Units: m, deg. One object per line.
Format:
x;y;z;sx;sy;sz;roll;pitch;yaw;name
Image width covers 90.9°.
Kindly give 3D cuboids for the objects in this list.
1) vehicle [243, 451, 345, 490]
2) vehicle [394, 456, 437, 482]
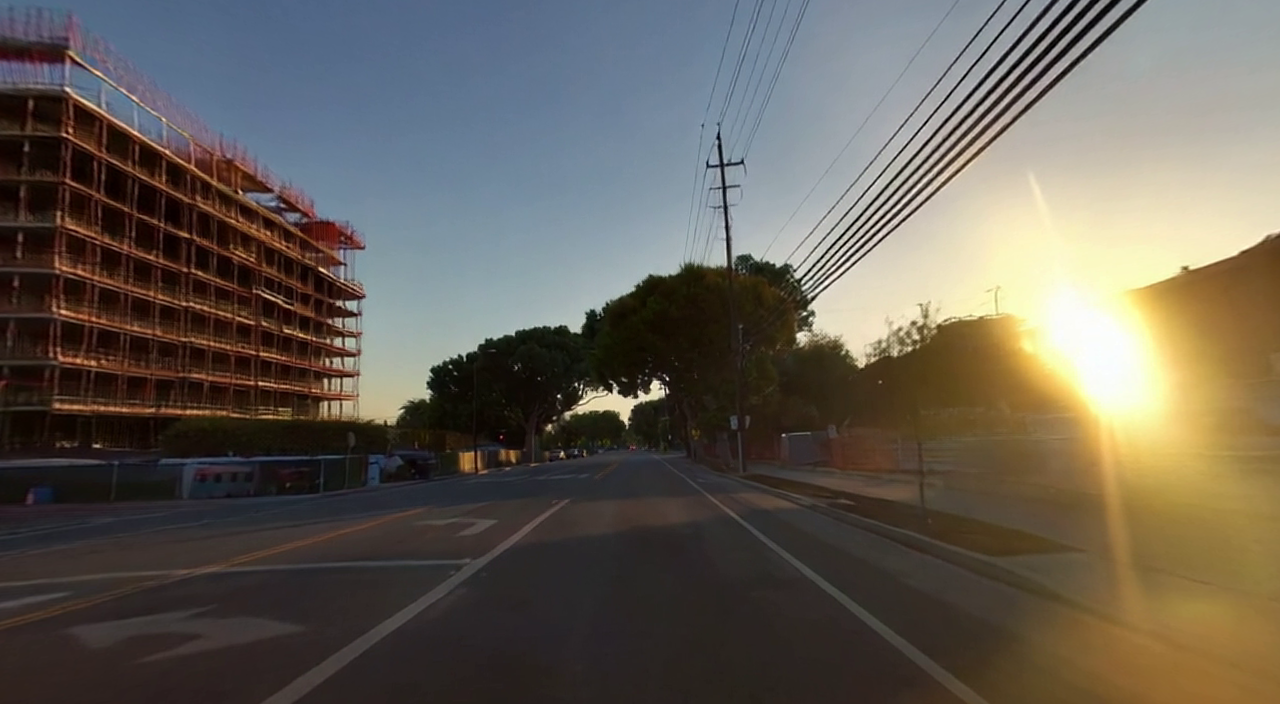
-20.224;6.963;37.018;4.712;1.927;2.237;-3;-10;0;vehicle
-15.566;8.059;43.519;2.002;1.683;4.664;5;-11;-28;vehicle
